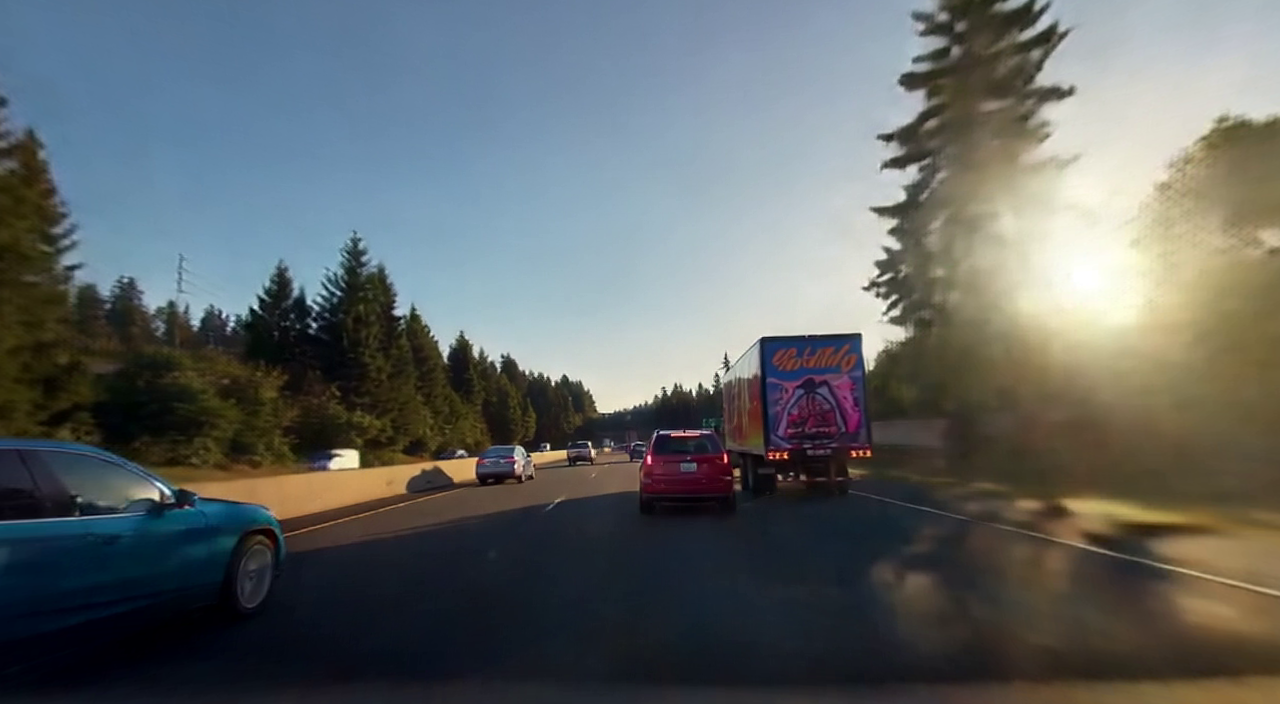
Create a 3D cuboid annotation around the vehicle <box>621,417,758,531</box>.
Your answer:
[{"bbox_3d":[0.699,2.065,11.163,2.017,1.662,3.543,0,-8,-1],"label":"vehicle"}]

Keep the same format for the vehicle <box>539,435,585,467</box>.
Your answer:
[{"bbox_3d":[-4.411,5.646,36.044,2.014,1.683,4.275,0,-8,1],"label":"vehicle"}]

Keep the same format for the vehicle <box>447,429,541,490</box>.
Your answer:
[{"bbox_3d":[-4.256,3.200,19.015,1.905,1.642,3.803,0,-8,0],"label":"vehicle"}]

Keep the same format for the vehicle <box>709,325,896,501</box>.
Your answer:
[{"bbox_3d":[4.526,2.397,21.768,2.828,4.081,14.220,0,-8,1],"label":"vehicle"}]

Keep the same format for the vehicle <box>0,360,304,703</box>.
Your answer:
[{"bbox_3d":[-4.038,0.932,3.364,1.983,1.666,4.452,0,-8,0],"label":"vehicle"}]
